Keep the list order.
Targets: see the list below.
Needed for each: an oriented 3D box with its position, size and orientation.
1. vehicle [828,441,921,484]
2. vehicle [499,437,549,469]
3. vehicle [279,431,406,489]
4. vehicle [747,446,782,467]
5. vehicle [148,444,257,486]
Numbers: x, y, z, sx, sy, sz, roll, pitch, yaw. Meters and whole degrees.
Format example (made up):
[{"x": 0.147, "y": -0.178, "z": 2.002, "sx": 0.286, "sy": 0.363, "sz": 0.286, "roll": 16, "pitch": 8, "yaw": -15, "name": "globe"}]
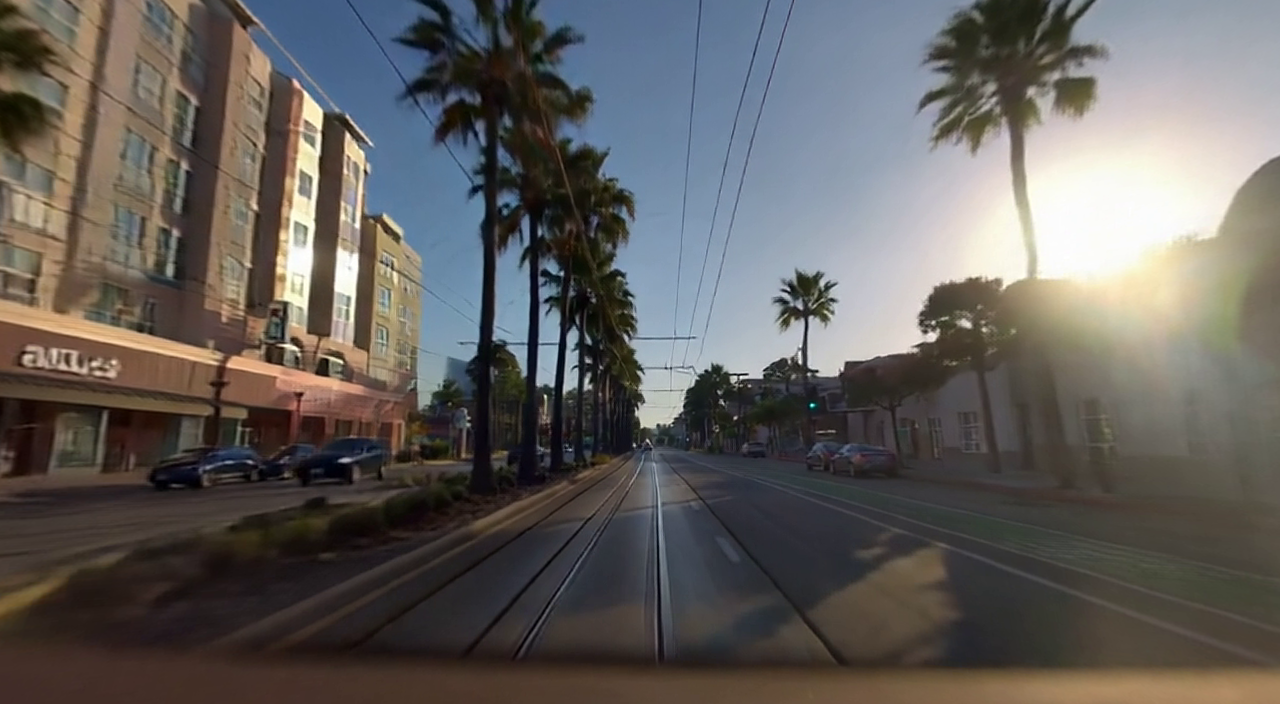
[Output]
[{"x": 8.883, "y": 4.187, "z": 24.271, "sx": 1.816, "sy": 1.488, "sz": 4.102, "roll": 1, "pitch": -8, "yaw": -3, "name": "vehicle"}, {"x": -7.107, "y": 6.208, "z": 38.974, "sx": 2.032, "sy": 1.824, "sz": 4.557, "roll": 0, "pitch": -8, "yaw": 2, "name": "vehicle"}, {"x": -10.647, "y": 3.874, "z": 23.077, "sx": 2.096, "sy": 1.860, "sz": 4.953, "roll": 0, "pitch": -8, "yaw": 2, "name": "vehicle"}, {"x": 9.105, "y": 7.652, "z": 46.428, "sx": 1.733, "sy": 1.468, "sz": 4.326, "roll": 0, "pitch": -8, "yaw": 0, "name": "vehicle"}, {"x": -16.355, "y": 4.190, "z": 23.740, "sx": 1.819, "sy": 1.450, "sz": 3.003, "roll": 0, "pitch": -8, "yaw": 2, "name": "vehicle"}]
